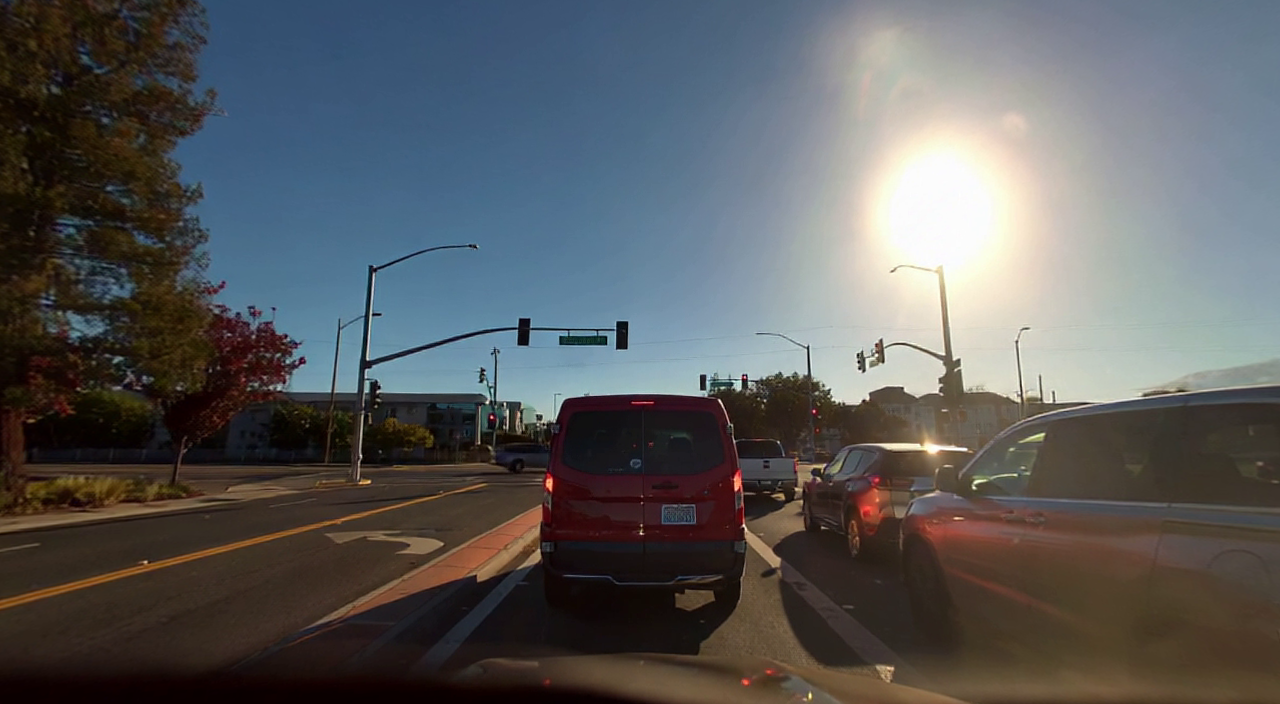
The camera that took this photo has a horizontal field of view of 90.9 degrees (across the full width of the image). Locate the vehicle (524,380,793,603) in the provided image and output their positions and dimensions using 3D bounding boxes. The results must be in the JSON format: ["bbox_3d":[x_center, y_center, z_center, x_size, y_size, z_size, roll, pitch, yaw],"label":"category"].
[{"bbox_3d":[0.168,1.465,7.432,2.185,1.822,4.391,0,-8,1],"label":"vehicle"}]

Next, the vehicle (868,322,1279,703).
[{"bbox_3d":[2.899,0.946,3.175,1.971,1.663,4.287,0,-8,2],"label":"vehicle"}]
